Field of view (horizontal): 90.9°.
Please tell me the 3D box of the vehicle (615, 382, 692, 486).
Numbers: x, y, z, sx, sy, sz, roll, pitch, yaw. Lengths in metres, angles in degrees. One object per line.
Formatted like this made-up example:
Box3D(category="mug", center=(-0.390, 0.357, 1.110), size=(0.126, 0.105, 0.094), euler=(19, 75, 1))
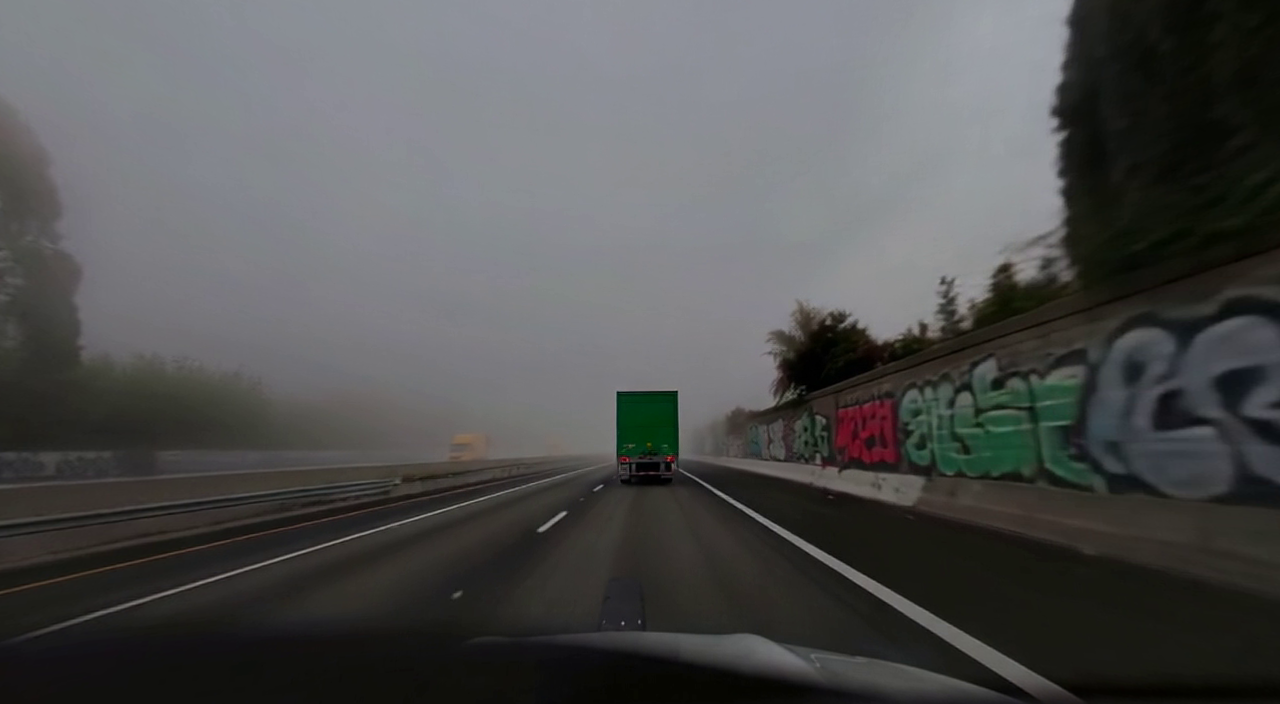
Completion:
Box3D(category="vehicle", center=(0.414, 3.897, 29.033), size=(2.900, 3.955, 10.151), euler=(0, -9, -1))
